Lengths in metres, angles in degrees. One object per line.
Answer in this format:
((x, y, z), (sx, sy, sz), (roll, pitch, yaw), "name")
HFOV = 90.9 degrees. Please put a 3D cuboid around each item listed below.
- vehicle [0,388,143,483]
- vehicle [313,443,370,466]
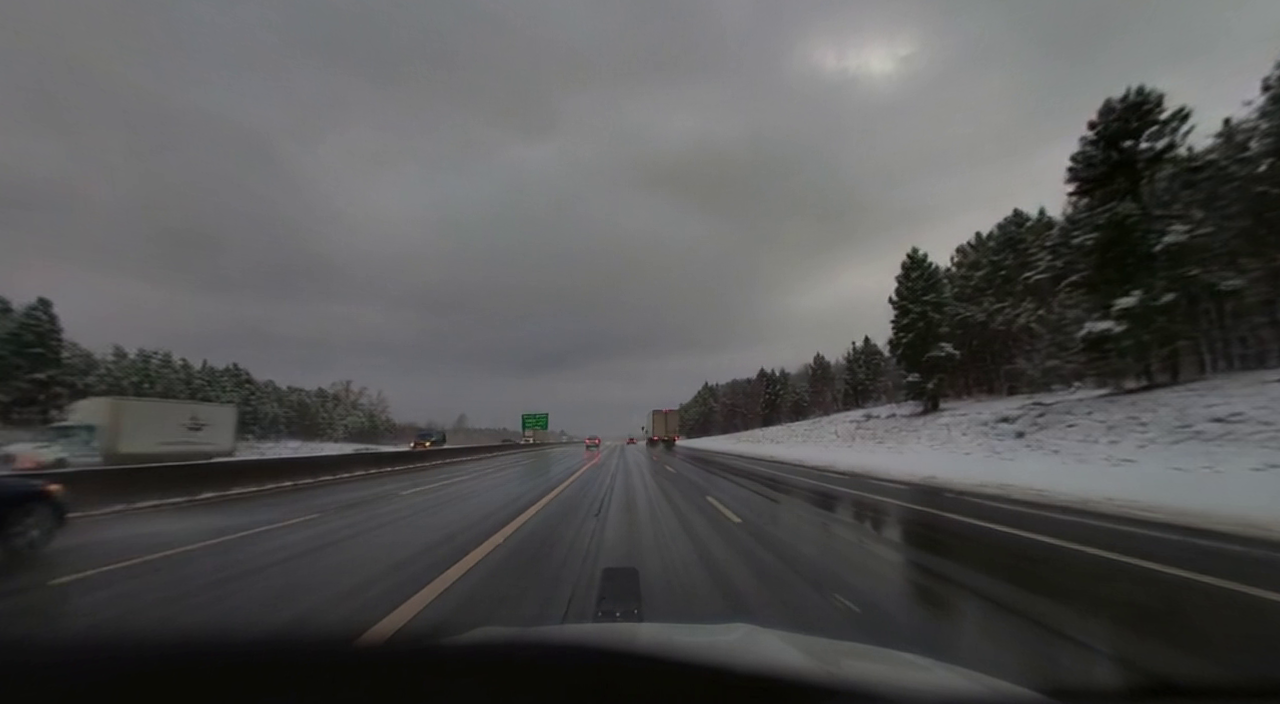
((-23.333, 3.344, 25.268), (2.851, 3.407, 4.697), (0, -8, -2), "vehicle")
((-19.930, 6.829, 42.268), (1.893, 1.434, 4.118), (0, -8, -1), "vehicle")
